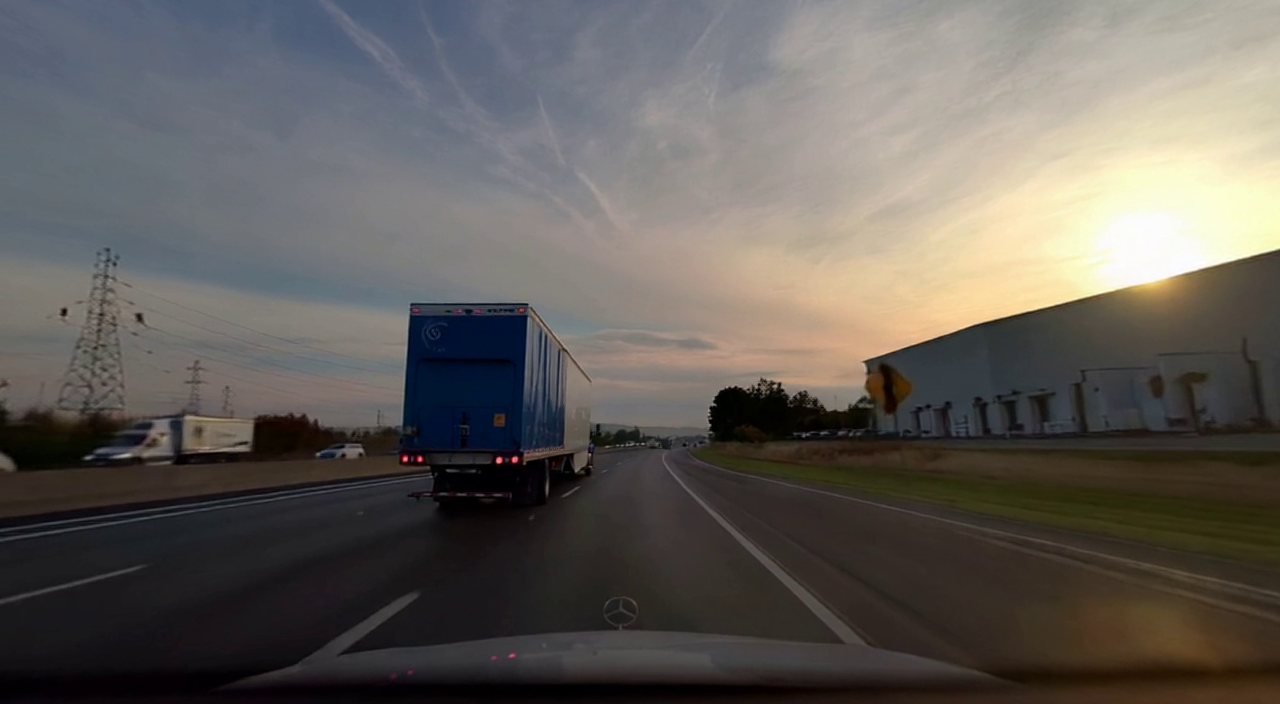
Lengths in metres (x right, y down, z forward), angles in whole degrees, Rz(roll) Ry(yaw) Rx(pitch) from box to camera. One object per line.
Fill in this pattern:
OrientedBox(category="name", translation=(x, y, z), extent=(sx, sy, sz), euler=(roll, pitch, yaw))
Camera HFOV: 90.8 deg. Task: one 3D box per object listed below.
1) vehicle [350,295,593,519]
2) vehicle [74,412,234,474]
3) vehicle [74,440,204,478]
OrientedBox(category="vehicle", translation=(-3.669, 2.172, 19.765), extent=(2.939, 4.132, 16.303), euler=(0, -8, 1))
OrientedBox(category="vehicle", translation=(-31.755, 6.057, 42.027), extent=(2.917, 3.651, 9.445), euler=(0, -9, 1))
OrientedBox(category="vehicle", translation=(-27.871, 5.948, 35.497), extent=(2.226, 1.913, 6.054), euler=(0, -9, 1))
